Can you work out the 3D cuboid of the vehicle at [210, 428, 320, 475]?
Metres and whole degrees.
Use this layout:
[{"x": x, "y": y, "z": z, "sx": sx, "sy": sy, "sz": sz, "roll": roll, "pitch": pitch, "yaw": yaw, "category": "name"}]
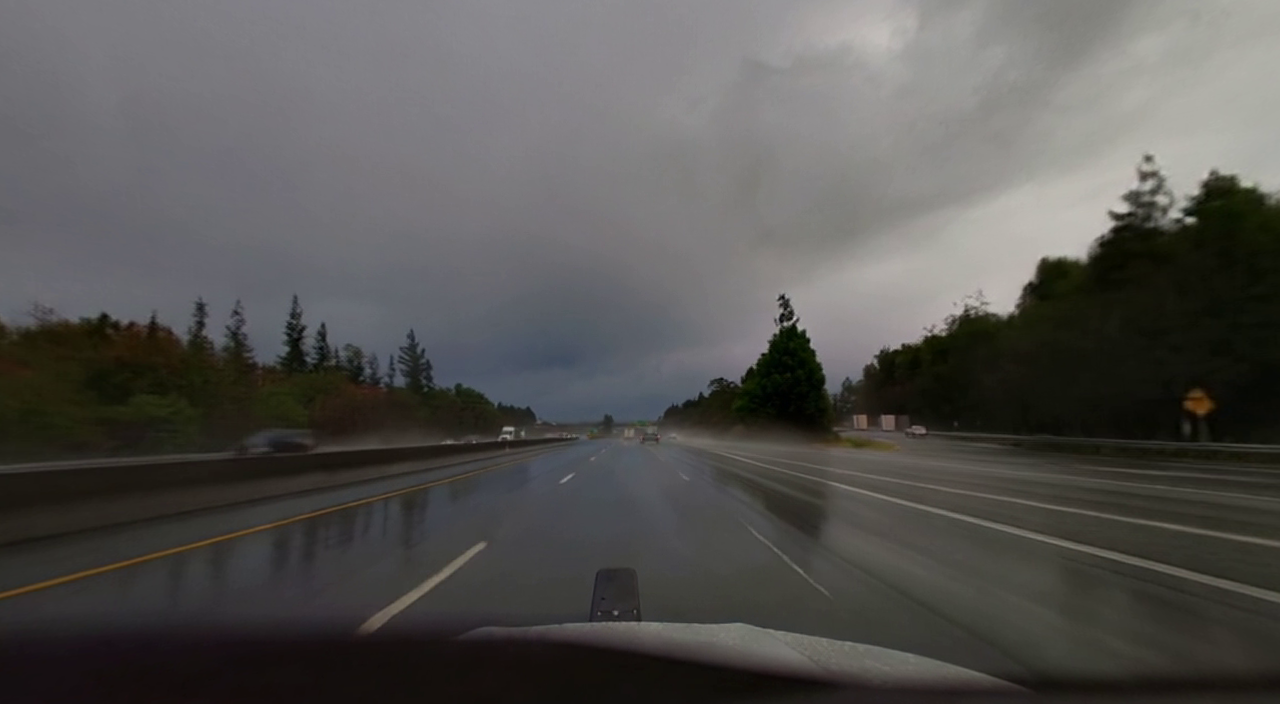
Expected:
[{"x": -16.910, "y": 4.497, "z": 28.733, "sx": 2.068, "sy": 1.935, "sz": 4.791, "roll": 0, "pitch": -8, "yaw": 0, "category": "vehicle"}]
